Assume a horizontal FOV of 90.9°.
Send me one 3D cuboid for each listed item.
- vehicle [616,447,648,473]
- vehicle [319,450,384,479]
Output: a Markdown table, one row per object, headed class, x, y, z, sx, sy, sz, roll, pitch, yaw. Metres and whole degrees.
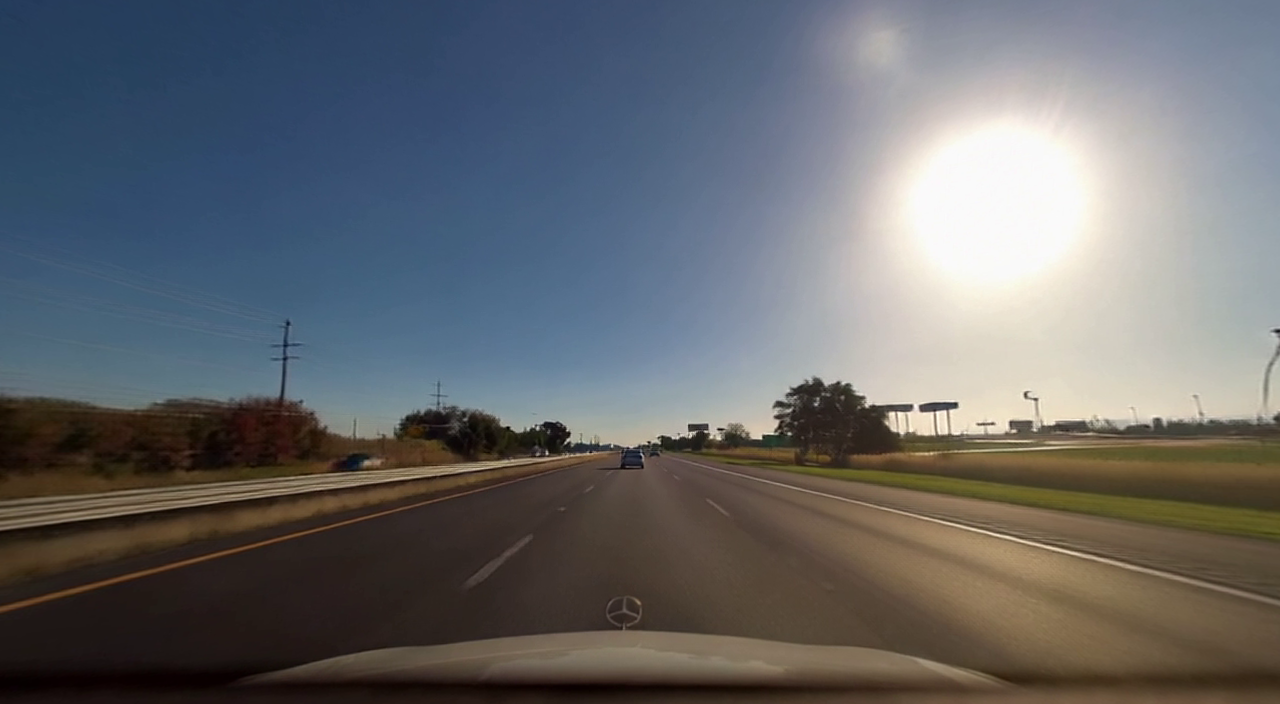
| class | x | y | z | sx | sy | sz | roll | pitch | yaw |
| --- | --- | --- | --- | --- | --- | --- | --- | --- | --- |
| vehicle | -0.489 | 6.757 | 39.438 | 1.916 | 1.494 | 4.335 | 0 | -9 | 0 |
| vehicle | -18.074 | 7.045 | 39.689 | 1.975 | 1.674 | 4.661 | 0 | -9 | -1 |
